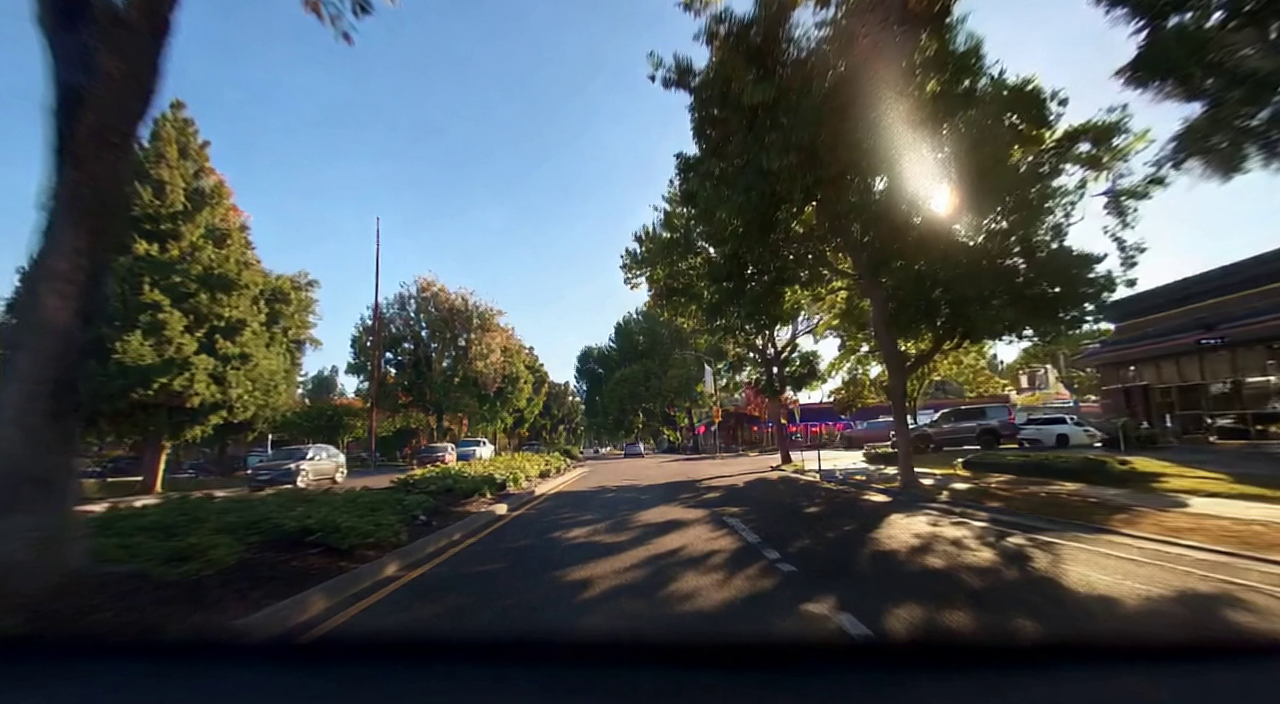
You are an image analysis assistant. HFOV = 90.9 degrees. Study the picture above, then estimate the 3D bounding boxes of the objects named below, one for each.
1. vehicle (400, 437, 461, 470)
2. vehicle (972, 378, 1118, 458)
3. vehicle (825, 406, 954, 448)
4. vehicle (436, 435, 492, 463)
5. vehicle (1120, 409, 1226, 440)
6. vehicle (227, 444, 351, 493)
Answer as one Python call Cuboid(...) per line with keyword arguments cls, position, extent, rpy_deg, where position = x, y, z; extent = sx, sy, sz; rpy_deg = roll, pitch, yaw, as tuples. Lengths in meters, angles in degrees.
Cuboid(cls="vehicle", position=(-10.474, 5.100, 31.788), extent=(1.778, 1.517, 3.923), rpy_deg=(0, -8, -1))
Cuboid(cls="vehicle", position=(17.629, 3.131, 28.279), extent=(2.920, 2.995, 8.704), rpy_deg=(-3, -9, 16))
Cuboid(cls="vehicle", position=(18.777, 5.709, 47.784), extent=(8.462, 3.012, 2.906), rpy_deg=(0, -8, -1))
Cuboid(cls="vehicle", position=(-12.103, 6.720, 43.796), extent=(2.471, 1.783, 5.903), rpy_deg=(0, -8, -3))
Cuboid(cls="vehicle", position=(31.818, 4.376, 37.719), extent=(4.528, 1.734, 1.985), rpy_deg=(0, -8, -1))
Cuboid(cls="vehicle", position=(-11.909, 3.936, 21.782), extent=(1.931, 1.493, 4.308), rpy_deg=(0, -8, -3))
